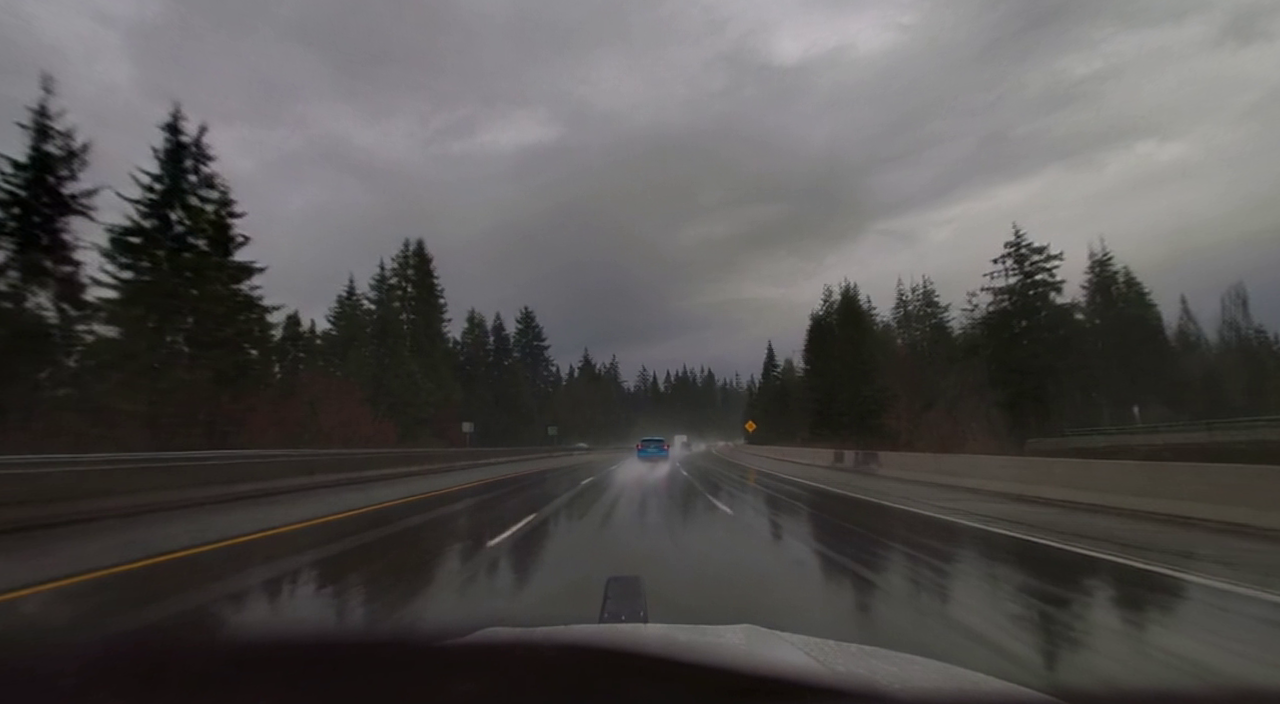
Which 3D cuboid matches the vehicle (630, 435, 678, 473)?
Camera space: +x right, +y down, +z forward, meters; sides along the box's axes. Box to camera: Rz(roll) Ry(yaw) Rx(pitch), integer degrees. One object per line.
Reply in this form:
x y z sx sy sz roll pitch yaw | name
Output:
0.669 4.894 30.439 2.133 1.686 4.203 0 -8 1 | vehicle
